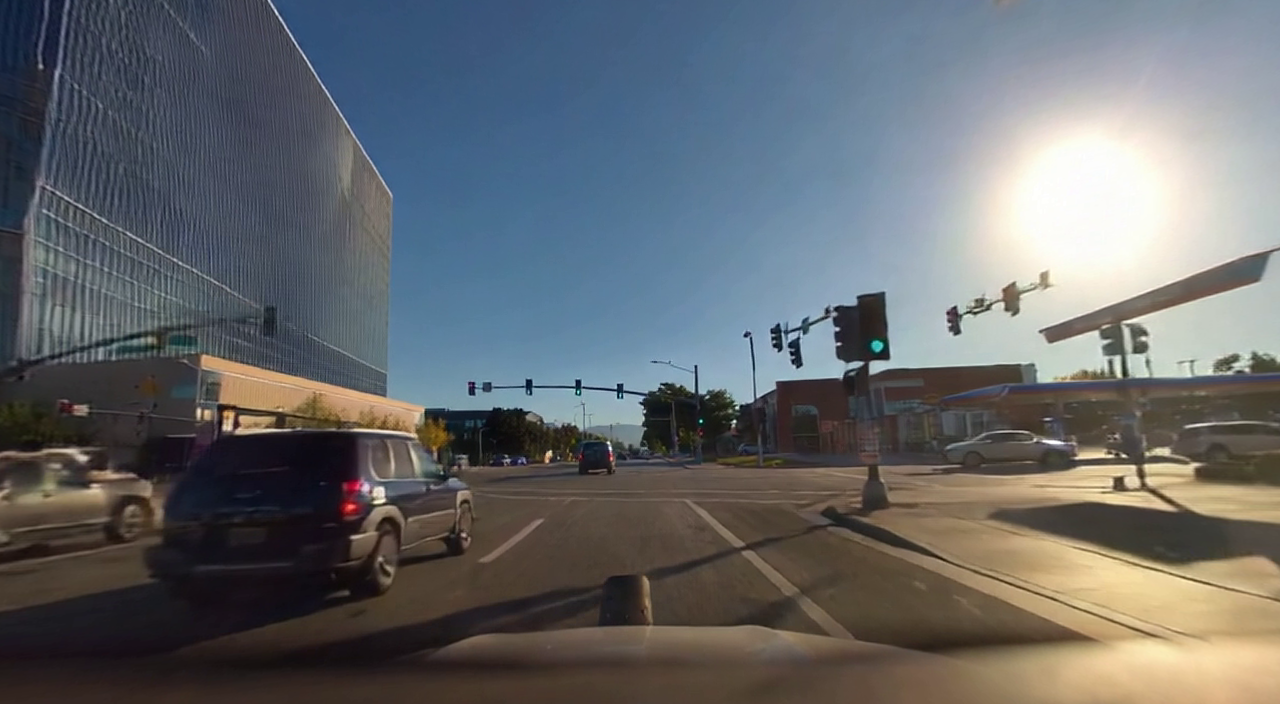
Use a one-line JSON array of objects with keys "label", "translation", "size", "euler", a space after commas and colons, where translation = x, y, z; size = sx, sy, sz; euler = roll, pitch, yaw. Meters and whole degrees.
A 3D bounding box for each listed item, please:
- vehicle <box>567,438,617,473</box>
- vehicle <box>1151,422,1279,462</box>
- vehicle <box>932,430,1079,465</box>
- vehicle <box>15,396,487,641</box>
[{"label": "vehicle", "translation": [-2.984, 6.638, 40.679], "size": [2.602, 2.091, 6.347], "euler": [0, -8, 1]}, {"label": "vehicle", "translation": [25.519, 3.900, 27.371], "size": [4.700, 1.579, 1.823], "euler": [-4, -8, 19]}, {"label": "vehicle", "translation": [17.285, 4.566, 30.187], "size": [5.708, 1.585, 2.070], "euler": [-3, -9, 18]}, {"label": "vehicle", "translation": [-3.312, 1.504, 6.732], "size": [2.183, 1.731, 4.338], "euler": [0, -8, 1]}]
